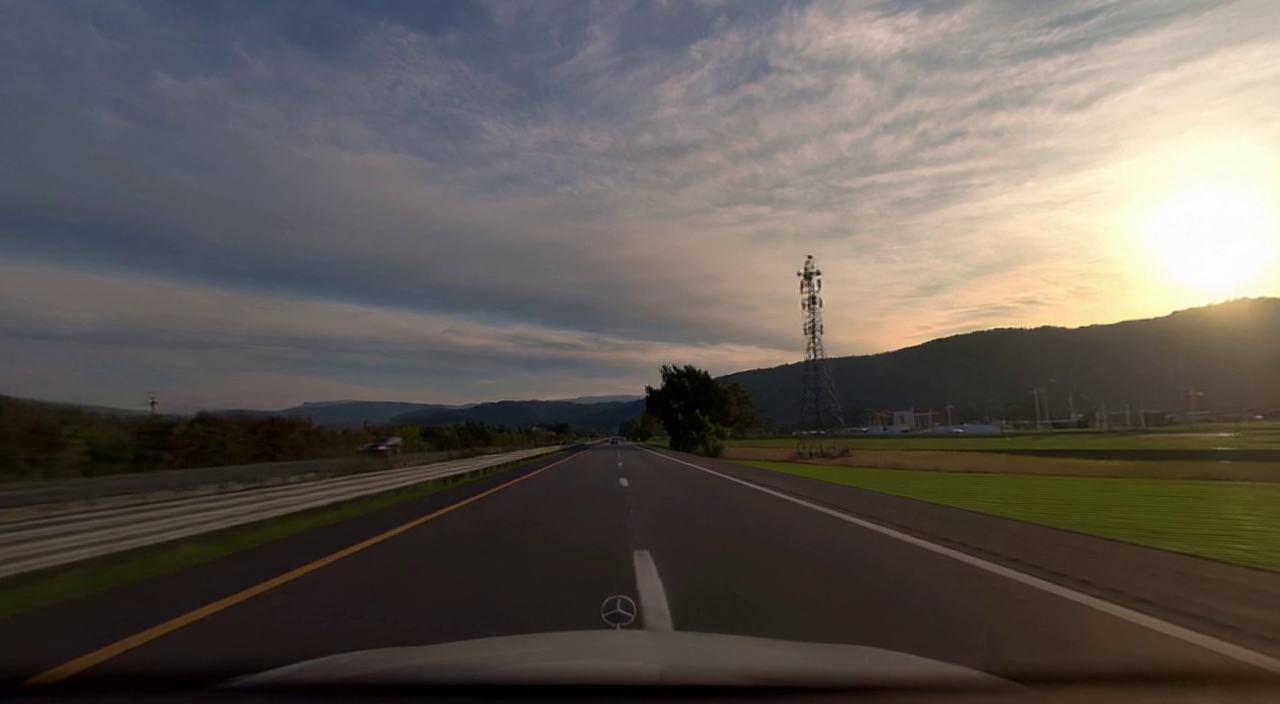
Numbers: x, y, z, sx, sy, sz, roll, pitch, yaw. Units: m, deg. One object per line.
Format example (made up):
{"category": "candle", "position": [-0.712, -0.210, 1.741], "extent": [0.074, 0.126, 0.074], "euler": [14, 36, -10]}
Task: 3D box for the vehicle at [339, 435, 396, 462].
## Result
{"category": "vehicle", "position": [-17.753, 6.282, 41.221], "extent": [1.922, 1.630, 4.437], "euler": [0, -8, -2]}
